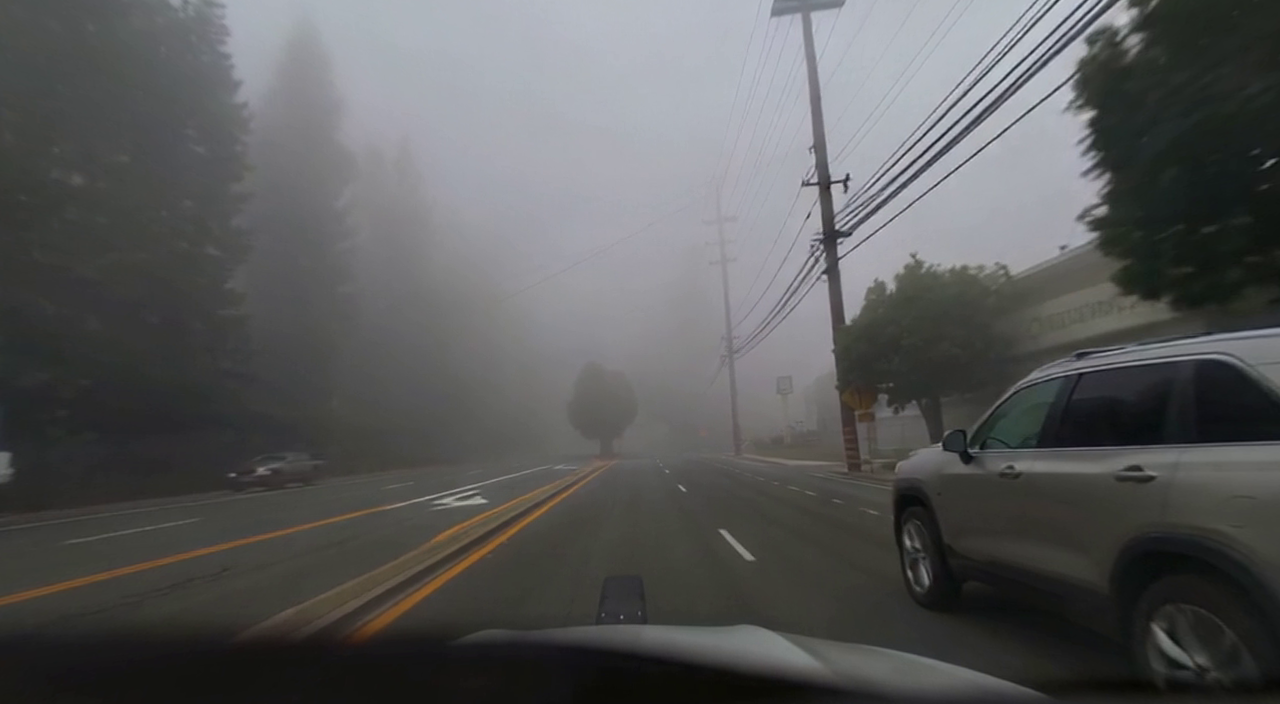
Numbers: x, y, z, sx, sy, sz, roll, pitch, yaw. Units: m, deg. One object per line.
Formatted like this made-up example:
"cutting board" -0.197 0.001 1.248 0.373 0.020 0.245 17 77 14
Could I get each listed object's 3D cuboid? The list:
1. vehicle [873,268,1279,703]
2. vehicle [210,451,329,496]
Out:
"vehicle" 3.039 0.797 2.959 2.060 1.820 4.713 0 -8 0
"vehicle" -14.213 4.649 24.595 2.015 1.501 4.307 0 -8 0
